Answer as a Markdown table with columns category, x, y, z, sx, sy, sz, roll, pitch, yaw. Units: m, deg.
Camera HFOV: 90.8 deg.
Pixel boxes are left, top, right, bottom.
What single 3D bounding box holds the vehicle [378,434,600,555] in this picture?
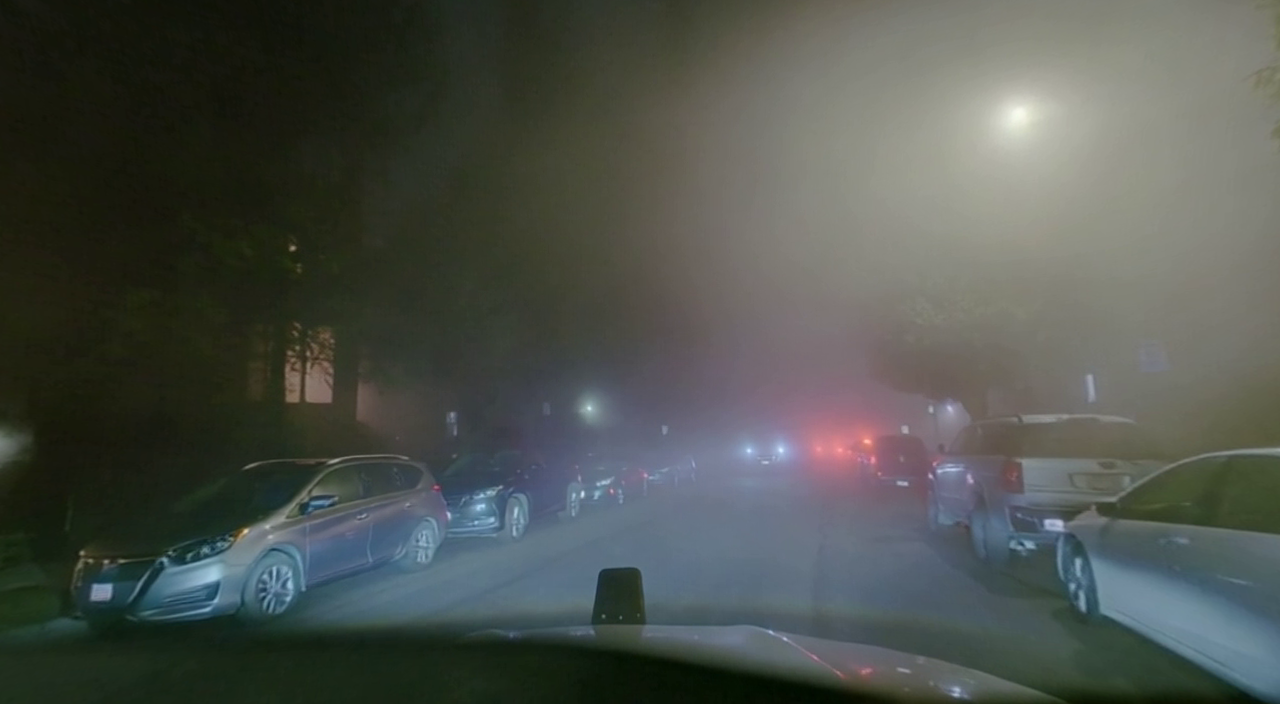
| category | x | y | z | sx | sy | sz | roll | pitch | yaw |
| --- | --- | --- | --- | --- | --- | --- | --- | --- | --- |
| vehicle | -2.549 | 2.557 | 12.322 | 2.203 | 1.815 | 4.972 | -2 | -9 | 12 |

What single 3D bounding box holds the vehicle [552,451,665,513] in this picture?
| category | x | y | z | sx | sy | sz | roll | pitch | yaw |
| --- | --- | --- | --- | --- | --- | --- | --- | --- | --- |
| vehicle | -0.740 | 3.648 | 18.310 | 1.861 | 1.474 | 4.749 | -2 | -9 | 15 |

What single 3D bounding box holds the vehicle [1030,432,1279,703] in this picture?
| category | x | y | z | sx | sy | sz | roll | pitch | yaw |
| --- | --- | --- | --- | --- | --- | --- | --- | --- | --- |
| vehicle | 4.105 | 1.180 | 3.422 | 1.992 | 1.456 | 4.610 | -2 | -9 | 14 |

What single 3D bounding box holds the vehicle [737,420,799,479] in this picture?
| category | x | y | z | sx | sy | sz | roll | pitch | yaw |
| --- | --- | --- | --- | --- | --- | --- | --- | --- | --- |
| vehicle | 7.209 | 5.358 | 34.839 | 2.716 | 2.887 | 6.781 | -2 | -9 | 16 |

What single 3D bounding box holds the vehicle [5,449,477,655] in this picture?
| category | x | y | z | sx | sy | sz | roll | pitch | yaw |
| --- | --- | --- | --- | --- | --- | --- | --- | --- | --- |
| vehicle | -3.784 | 1.875 | 7.187 | 1.855 | 1.510 | 4.406 | -2 | -9 | 13 |
